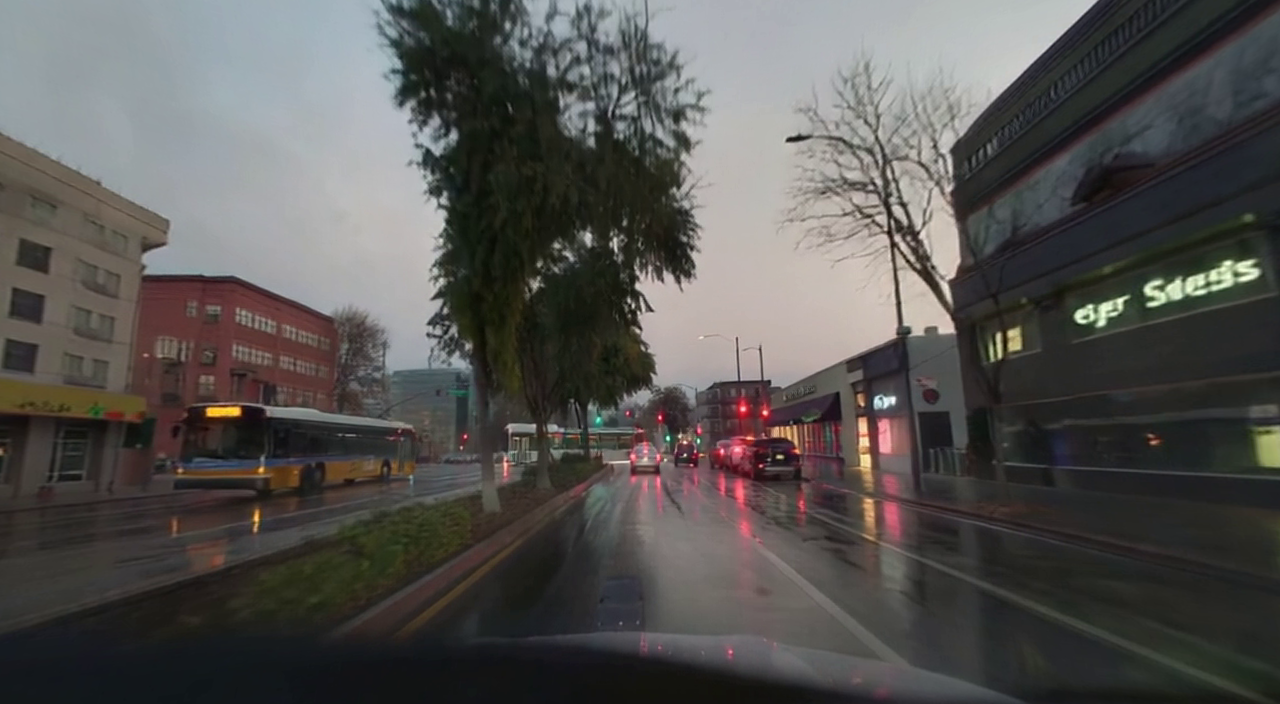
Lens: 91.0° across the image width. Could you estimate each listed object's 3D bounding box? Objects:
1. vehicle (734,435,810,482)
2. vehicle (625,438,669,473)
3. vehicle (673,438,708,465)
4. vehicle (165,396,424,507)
[{"bbox_3d":[5.118,4.186,25.069,2.014,1.681,4.332,0,-9,-1],"label":"vehicle"},{"bbox_3d":[0.283,5.383,32.950,2.089,1.699,4.650,0,-9,-2],"label":"vehicle"},{"bbox_3d":[3.355,6.728,42.635,2.222,1.688,3.952,0,-9,3],"label":"vehicle"},{"bbox_3d":[-12.682,3.956,25.515,3.356,3.365,12.460,0,-9,1],"label":"vehicle"}]
